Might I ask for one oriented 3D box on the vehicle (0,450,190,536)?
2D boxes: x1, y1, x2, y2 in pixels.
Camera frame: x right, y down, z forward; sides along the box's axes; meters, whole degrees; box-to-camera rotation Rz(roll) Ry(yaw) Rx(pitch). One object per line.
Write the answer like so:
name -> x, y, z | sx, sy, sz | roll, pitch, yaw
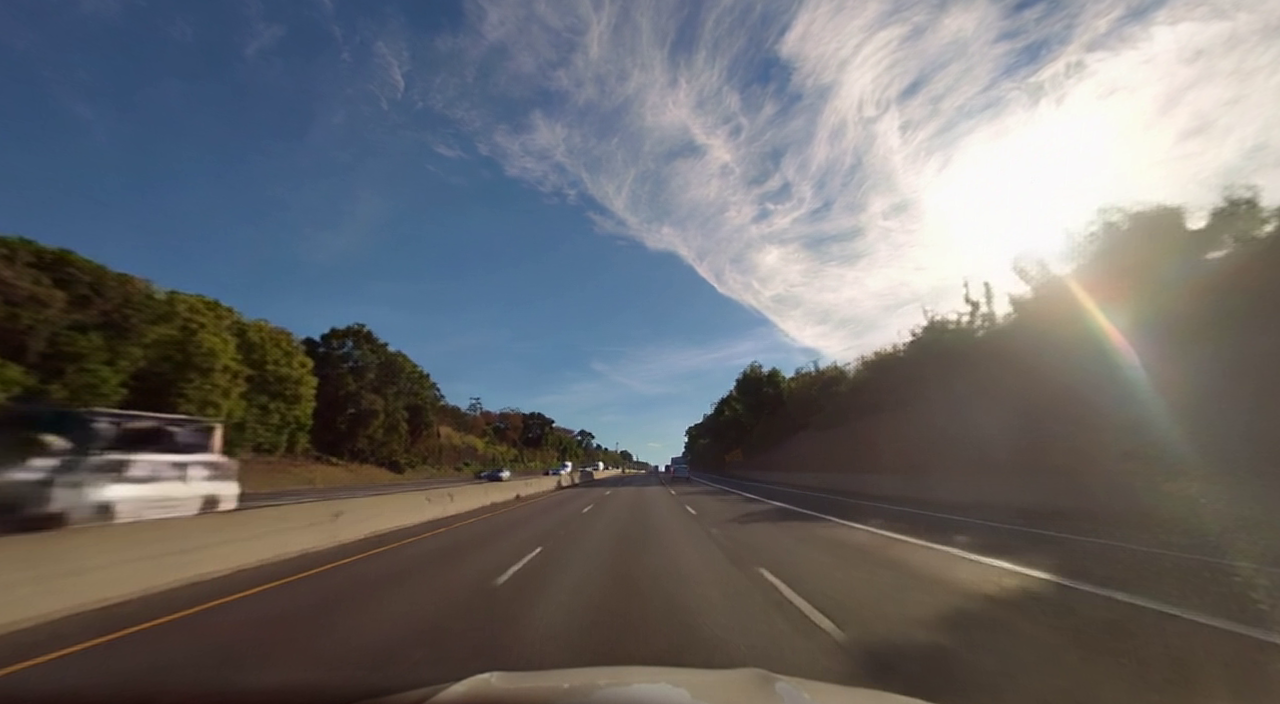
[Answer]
vehicle -> -10.661, 2.583, 11.924 | 1.690, 1.352, 3.506 | 1, -10, -1
